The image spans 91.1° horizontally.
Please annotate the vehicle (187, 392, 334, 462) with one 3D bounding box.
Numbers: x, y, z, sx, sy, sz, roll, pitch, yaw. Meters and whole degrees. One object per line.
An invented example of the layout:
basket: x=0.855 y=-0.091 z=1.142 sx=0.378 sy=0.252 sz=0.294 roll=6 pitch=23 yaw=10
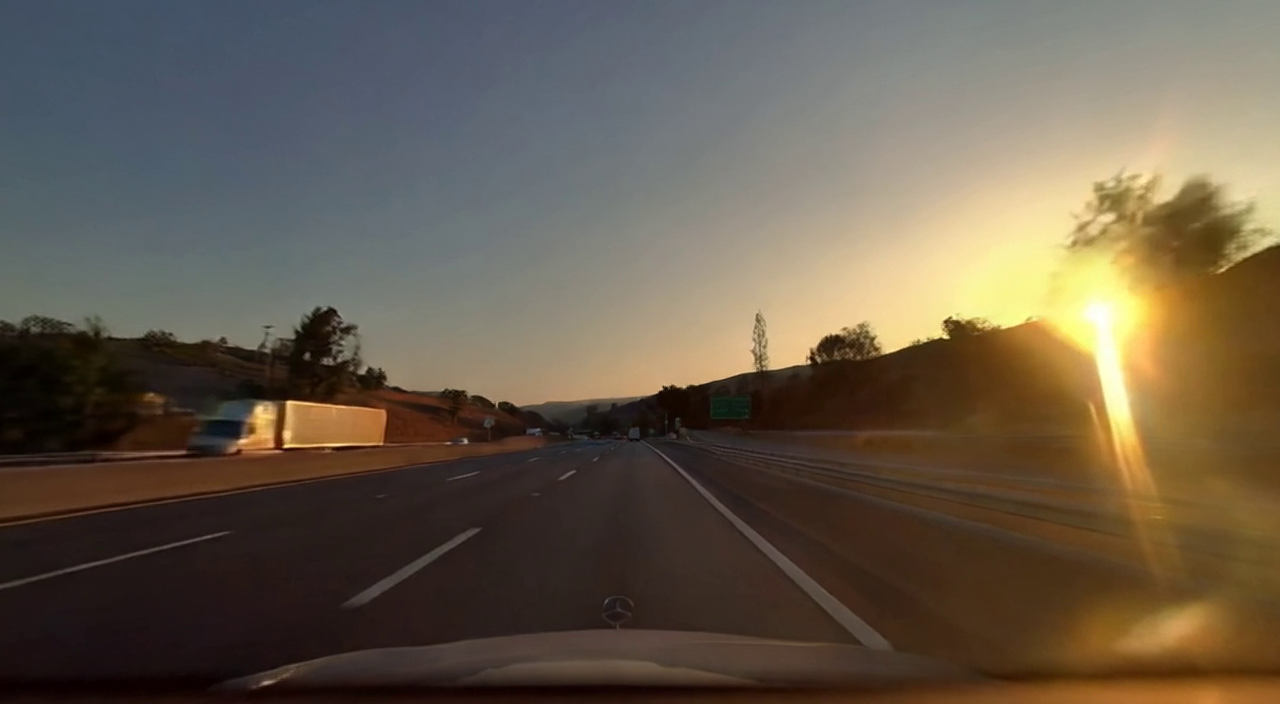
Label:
vehicle: x=-23.587 y=4.866 z=40.072 sx=3.046 sy=3.856 sz=10.186 roll=0 pitch=-8 yaw=-1
